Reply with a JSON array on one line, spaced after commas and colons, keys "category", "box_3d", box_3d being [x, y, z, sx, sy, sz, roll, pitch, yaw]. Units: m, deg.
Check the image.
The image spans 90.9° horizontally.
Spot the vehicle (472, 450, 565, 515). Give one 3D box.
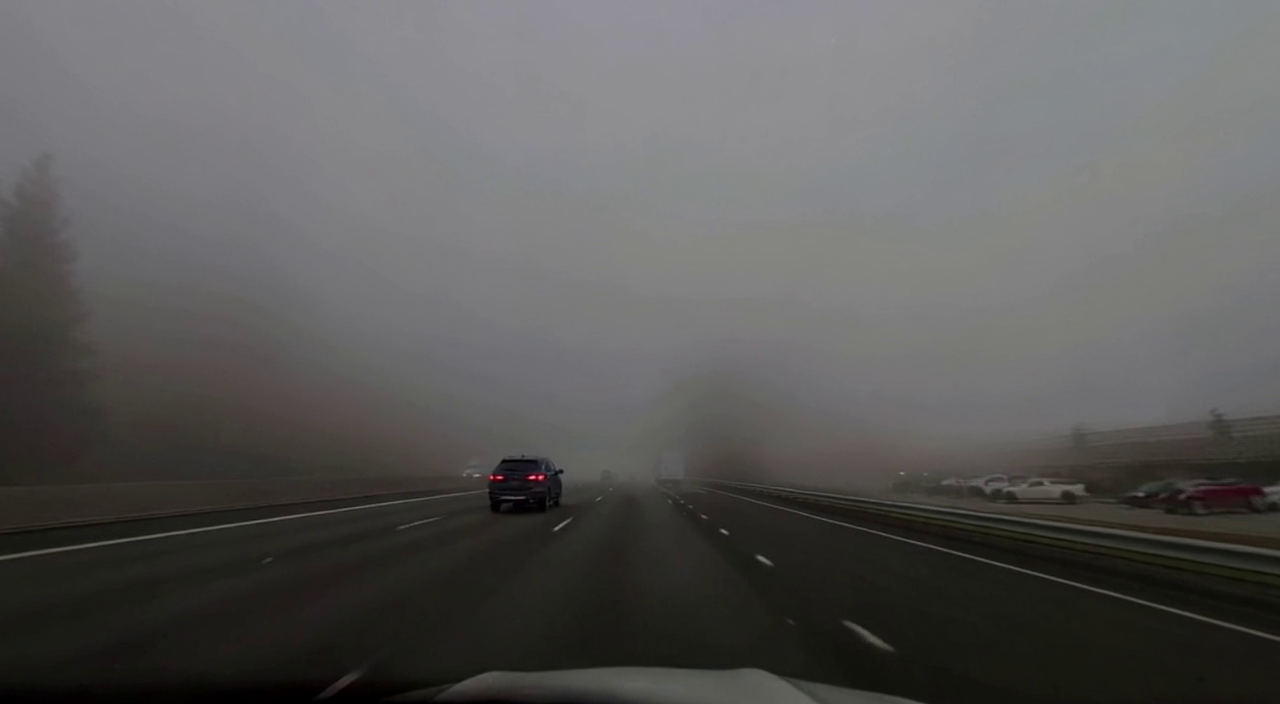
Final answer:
[{"category": "vehicle", "box_3d": [-3.816, 4.237, 20.713, 2.036, 1.835, 4.888, 1, -10, 0]}]
